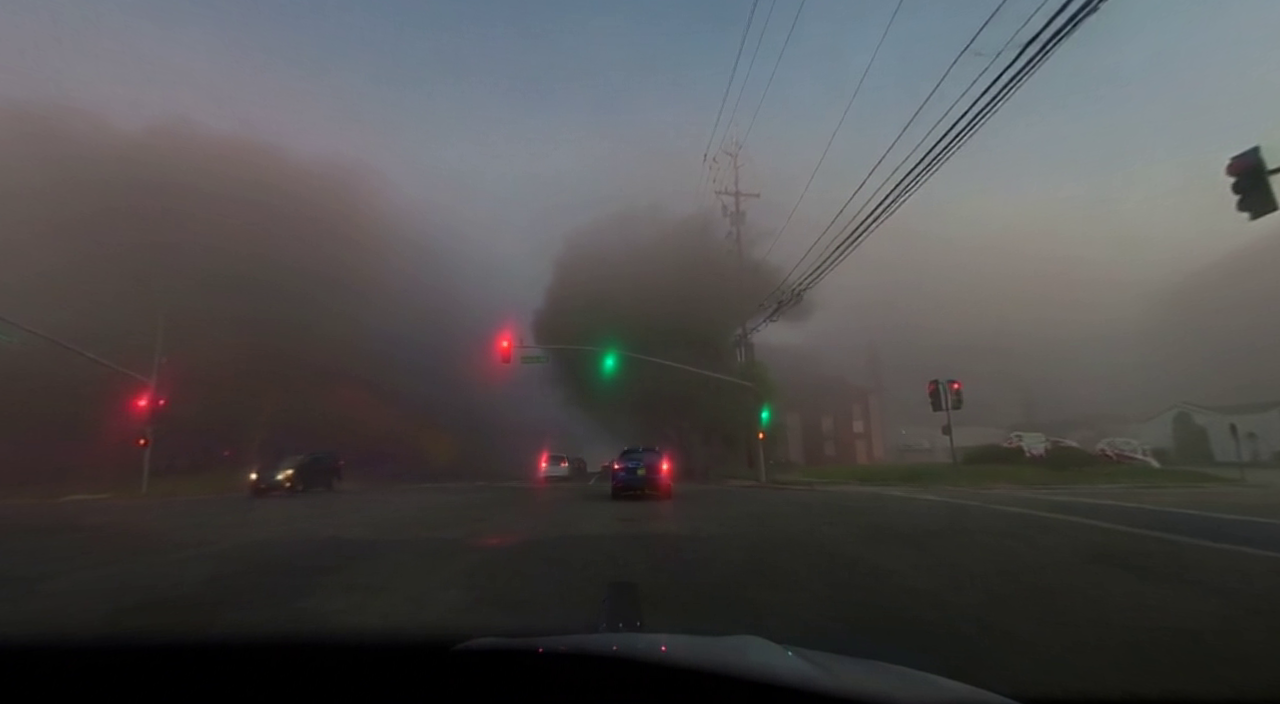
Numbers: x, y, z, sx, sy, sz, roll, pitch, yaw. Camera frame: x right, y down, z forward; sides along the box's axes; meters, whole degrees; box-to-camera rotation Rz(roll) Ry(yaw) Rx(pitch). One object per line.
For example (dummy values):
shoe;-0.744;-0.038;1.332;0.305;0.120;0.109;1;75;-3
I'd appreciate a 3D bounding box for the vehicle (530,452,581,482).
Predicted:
vehicle;-4.465;6.155;34.005;2.153;1.474;4.284;0;-9;0

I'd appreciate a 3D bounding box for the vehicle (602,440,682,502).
vehicle;0.018;3.497;18.929;2.156;1.636;3.923;0;-9;-1

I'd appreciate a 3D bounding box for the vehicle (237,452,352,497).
vehicle;-13.756;4.869;25.532;2.025;1.571;4.636;0;-9;0
